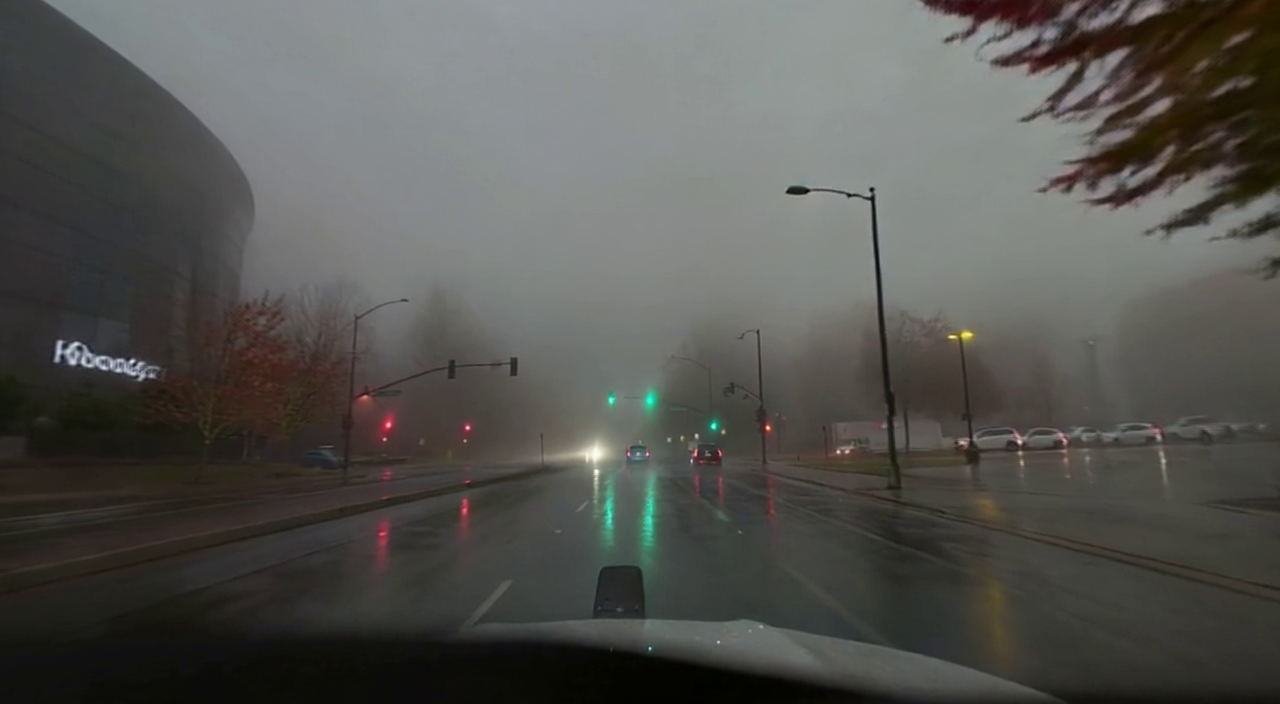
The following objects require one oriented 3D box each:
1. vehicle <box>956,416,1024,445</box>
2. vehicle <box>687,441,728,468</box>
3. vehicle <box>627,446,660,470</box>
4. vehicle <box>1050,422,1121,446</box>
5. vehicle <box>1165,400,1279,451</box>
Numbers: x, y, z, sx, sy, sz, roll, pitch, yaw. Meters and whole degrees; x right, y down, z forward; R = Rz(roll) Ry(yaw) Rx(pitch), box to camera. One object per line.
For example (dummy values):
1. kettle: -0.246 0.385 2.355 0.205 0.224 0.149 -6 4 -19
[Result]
1. vehicle: 23.440 5.352 42.431 1.887 1.635 4.695 1 -10 0
2. vehicle: 4.566 7.036 43.395 2.174 1.749 4.739 1 -9 -2
3. vehicle: 0.202 7.099 42.233 2.014 1.525 4.197 1 -9 -2
4. vehicle: 30.447 5.637 43.165 1.729 1.507 4.279 -1 -9 1
5. vehicle: 48.379 5.733 49.296 11.341 3.555 3.053 -2 -10 1
